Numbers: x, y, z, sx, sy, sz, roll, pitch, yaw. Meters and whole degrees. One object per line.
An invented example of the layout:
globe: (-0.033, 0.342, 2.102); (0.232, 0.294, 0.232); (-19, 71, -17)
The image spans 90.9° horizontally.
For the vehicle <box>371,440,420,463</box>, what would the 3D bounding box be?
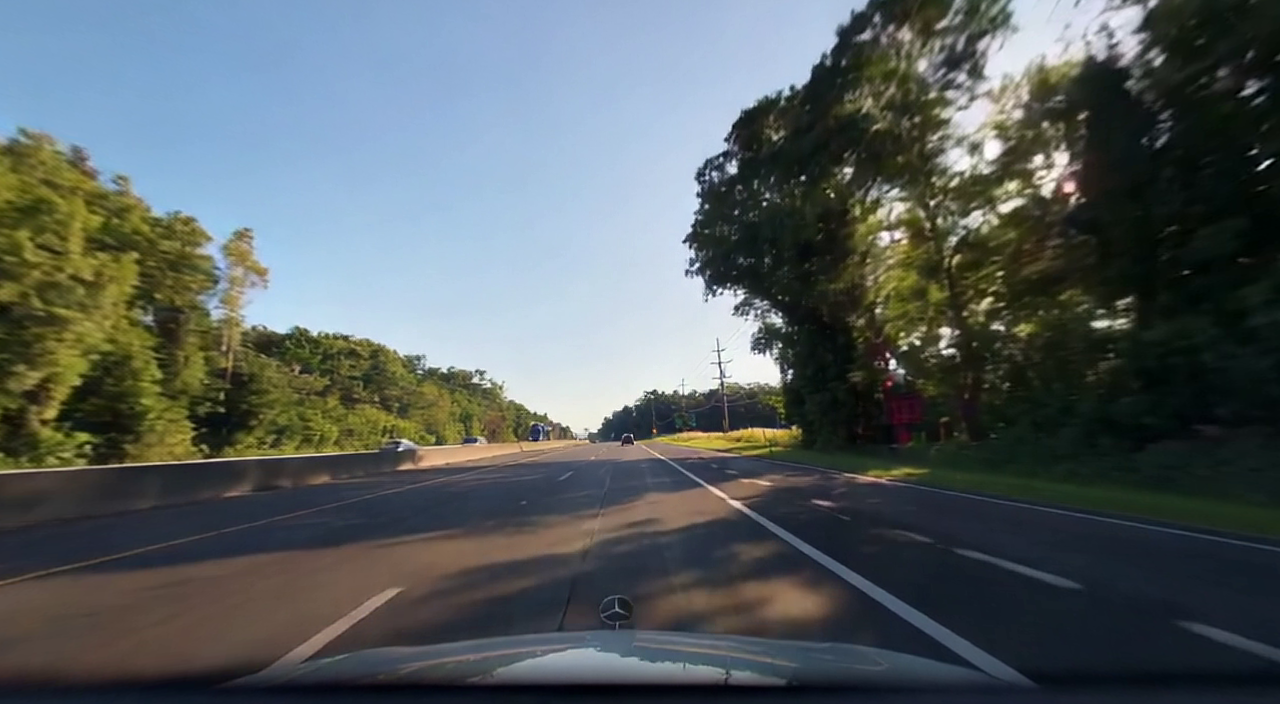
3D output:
vehicle: (-17.517, 7.133, 45.318); (1.700, 1.517, 4.679); (0, -8, -1)
